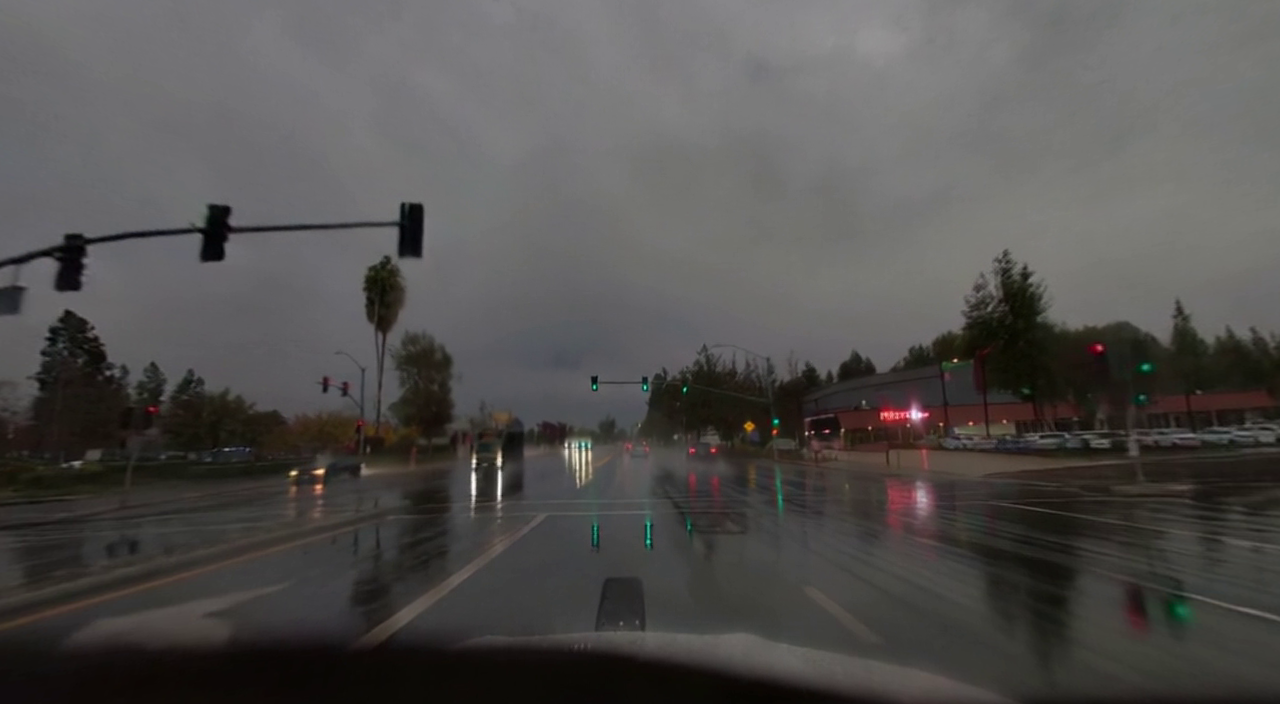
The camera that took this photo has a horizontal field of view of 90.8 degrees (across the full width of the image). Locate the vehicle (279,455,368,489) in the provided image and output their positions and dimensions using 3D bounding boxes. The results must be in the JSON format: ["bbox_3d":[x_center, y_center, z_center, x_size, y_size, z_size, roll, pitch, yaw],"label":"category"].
[{"bbox_3d":[-15.488,5.867,31.259,2.086,1.483,4.418,0,-9,0],"label":"vehicle"}]

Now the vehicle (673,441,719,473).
[{"bbox_3d":[3.100,5.926,35.891,2.022,1.643,4.326,0,-9,-2],"label":"vehicle"}]

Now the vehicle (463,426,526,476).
[{"bbox_3d":[-8.715,6.031,38.603,2.327,2.780,6.498,0,-9,0],"label":"vehicle"}]
